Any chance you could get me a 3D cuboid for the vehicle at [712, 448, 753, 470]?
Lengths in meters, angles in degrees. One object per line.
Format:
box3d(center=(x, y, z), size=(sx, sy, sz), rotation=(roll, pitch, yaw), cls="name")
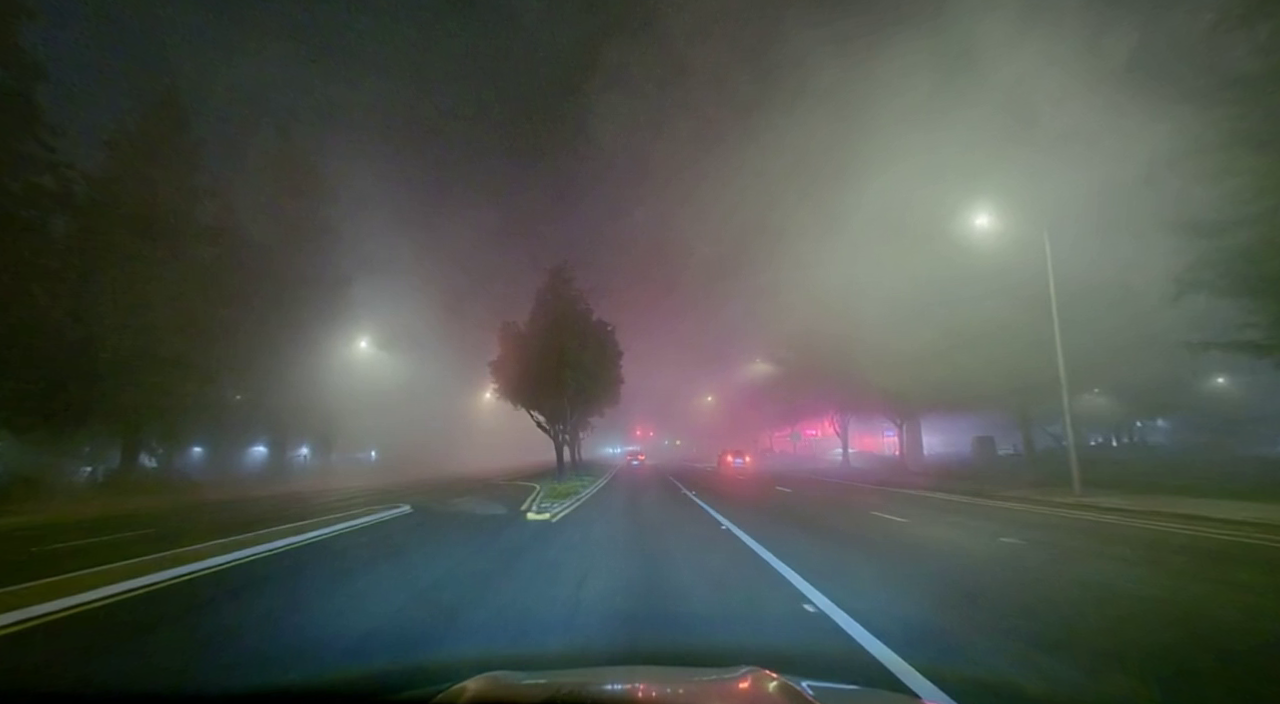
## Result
box3d(center=(6.410, 7.444, 44.188), size=(2.024, 1.475, 4.600), rotation=(0, -9, -2), cls="vehicle")
